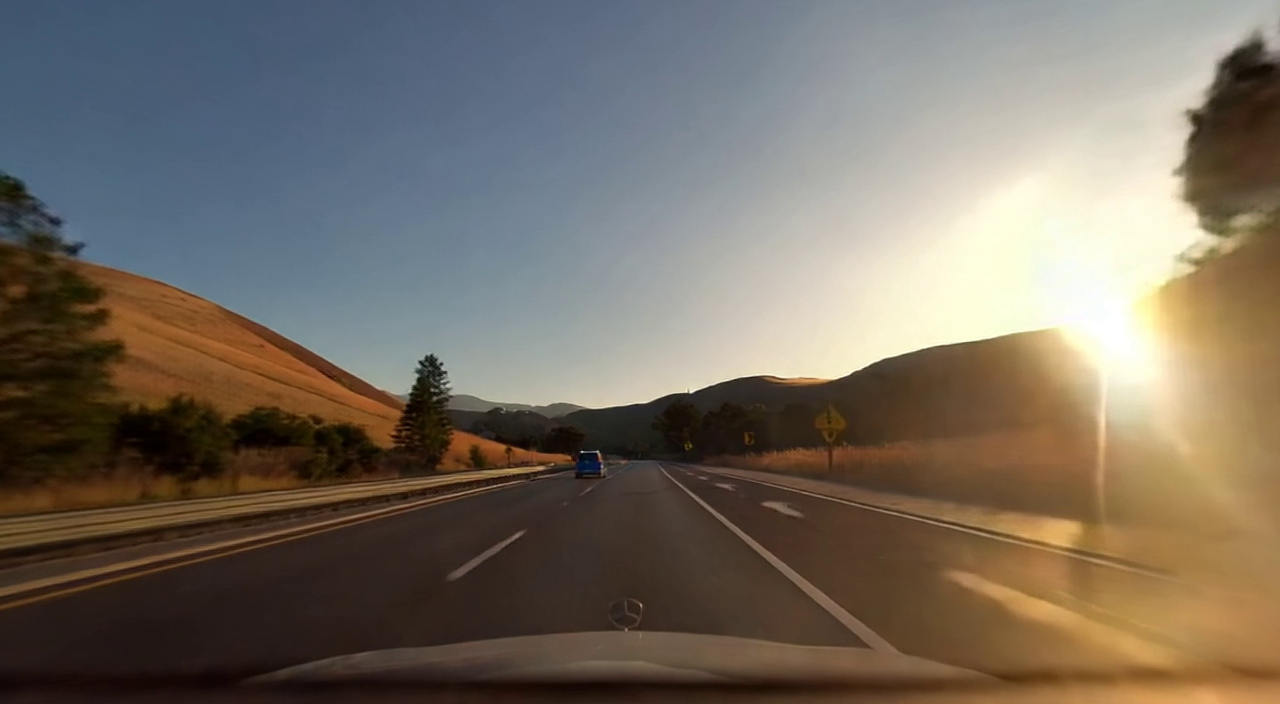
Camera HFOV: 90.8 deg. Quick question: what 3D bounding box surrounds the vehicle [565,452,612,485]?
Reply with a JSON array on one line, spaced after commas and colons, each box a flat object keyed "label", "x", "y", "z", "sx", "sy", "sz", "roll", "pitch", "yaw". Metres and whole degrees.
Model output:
[{"label": "vehicle", "x": -2.734, "y": 6.276, "z": 34.279, "sx": 2.053, "sy": 1.647, "sz": 4.252, "roll": -1, "pitch": -9, "yaw": 2}]
